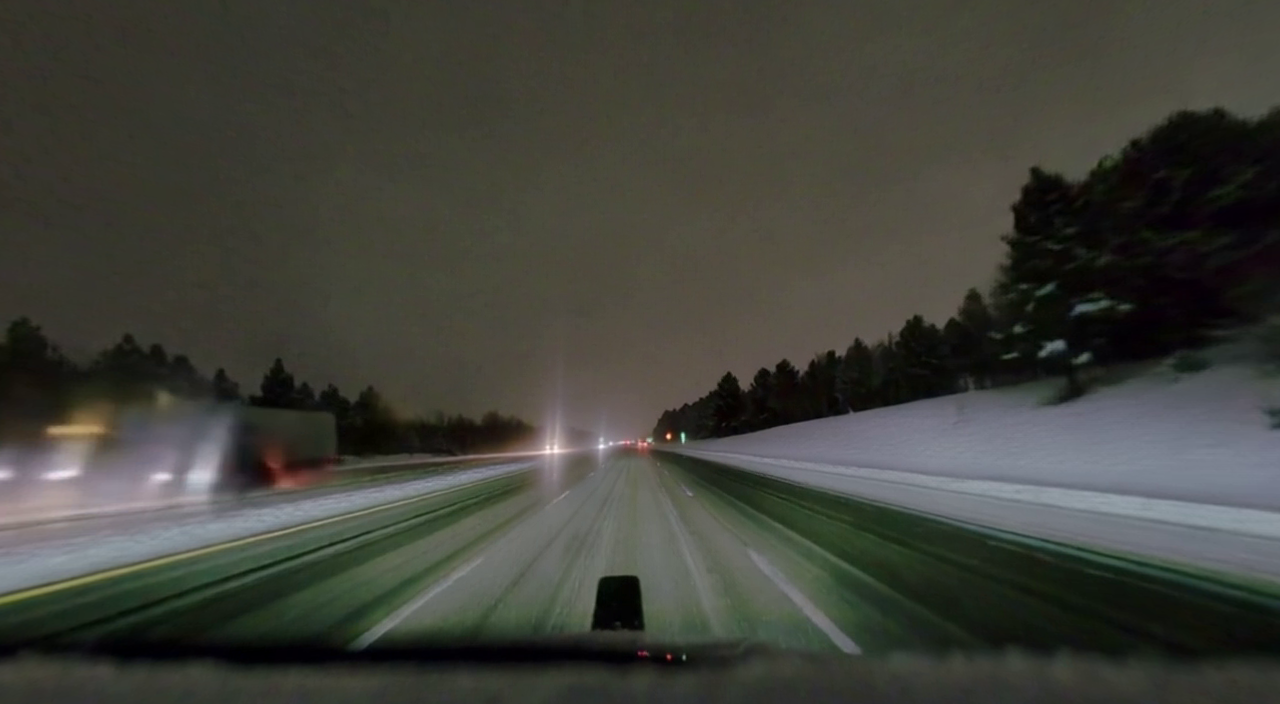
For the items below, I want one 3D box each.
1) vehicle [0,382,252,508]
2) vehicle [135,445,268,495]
[{"bbox_3d":[-20.638,3.785,25.508,3.031,4.052,10.346,0,-9,-1],"label":"vehicle"},{"bbox_3d":[-16.548,4.442,23.950,1.918,1.709,4.258,-1,-9,1],"label":"vehicle"}]
